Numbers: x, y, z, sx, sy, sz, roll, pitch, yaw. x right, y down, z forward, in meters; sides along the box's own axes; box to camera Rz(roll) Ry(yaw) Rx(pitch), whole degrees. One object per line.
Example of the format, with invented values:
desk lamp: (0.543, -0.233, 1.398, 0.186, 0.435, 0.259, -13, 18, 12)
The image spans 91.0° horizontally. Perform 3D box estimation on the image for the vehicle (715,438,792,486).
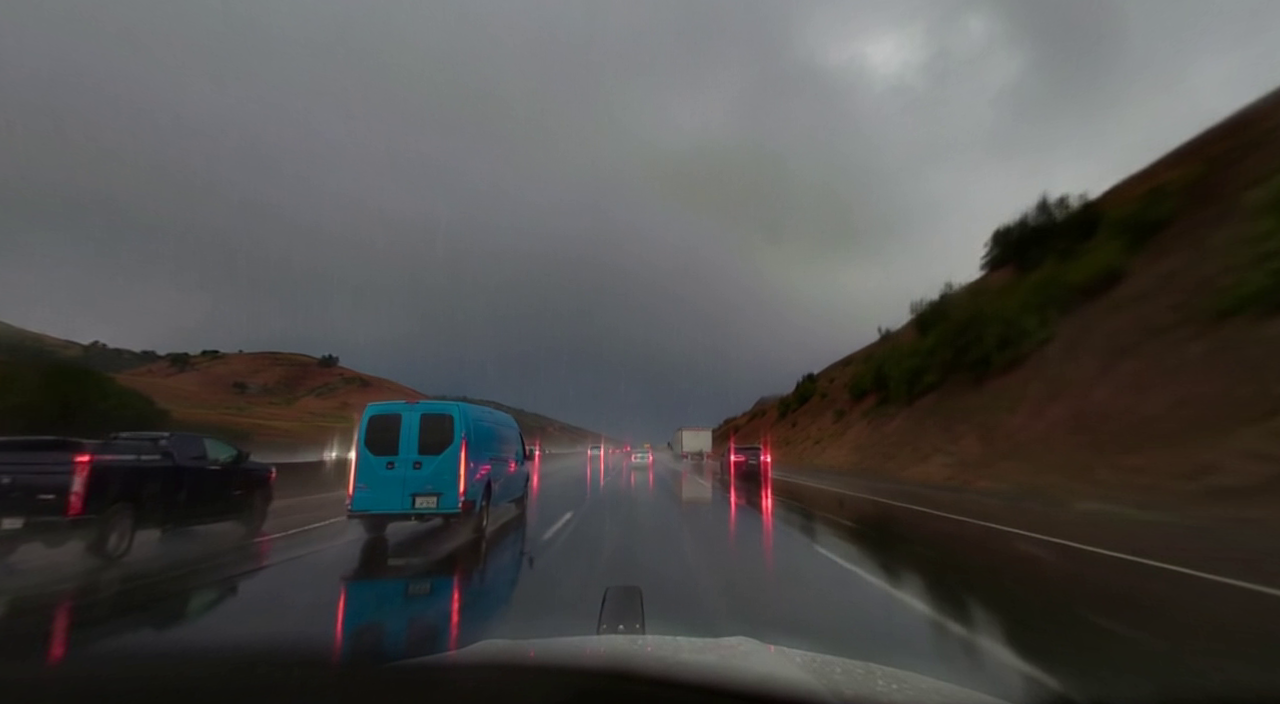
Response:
vehicle: (4.131, 4.076, 23.576, 2.051, 1.598, 4.145, 0, -9, -1)

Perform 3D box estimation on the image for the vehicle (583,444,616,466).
vehicle: (-3.048, 7.892, 48.275, 2.138, 1.581, 4.340, 0, -9, 1)

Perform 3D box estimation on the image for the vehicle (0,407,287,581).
vehicle: (-7.372, 1.787, 8.745, 2.054, 1.715, 4.928, 0, -9, 0)

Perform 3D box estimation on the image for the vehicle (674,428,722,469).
vehicle: (4.153, 7.205, 46.994, 2.877, 2.730, 7.831, 0, -9, 0)

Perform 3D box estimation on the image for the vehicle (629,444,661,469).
vehicle: (0.344, 6.811, 41.185, 2.014, 1.543, 3.804, 0, -9, 0)

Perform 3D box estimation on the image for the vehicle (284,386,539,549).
vehicle: (-3.578, 2.013, 11.521, 2.421, 2.203, 5.775, 0, -9, 1)
